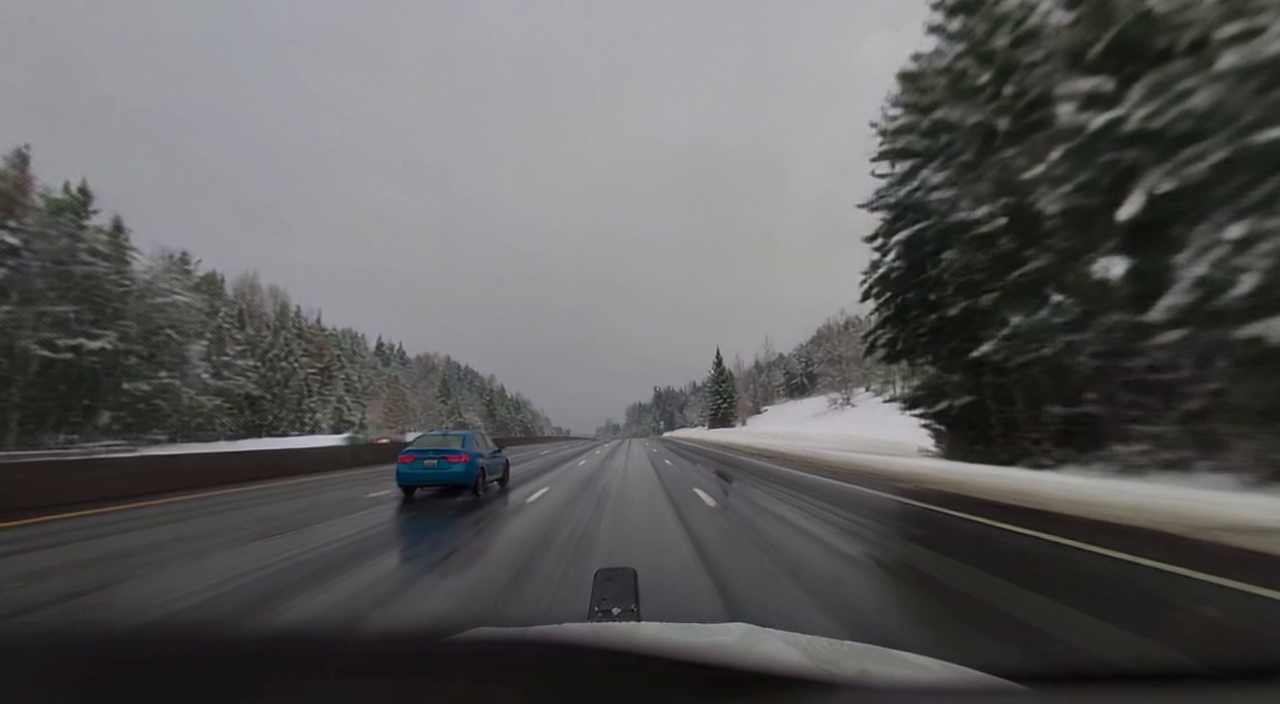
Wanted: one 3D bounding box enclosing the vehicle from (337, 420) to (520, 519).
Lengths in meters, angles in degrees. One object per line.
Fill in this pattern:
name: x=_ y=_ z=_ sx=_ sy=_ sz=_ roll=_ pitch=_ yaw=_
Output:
vehicle: x=-3.722 y=2.127 z=12.042 sx=2.026 sy=1.517 sz=4.325 roll=0 pitch=-8 yaw=0
